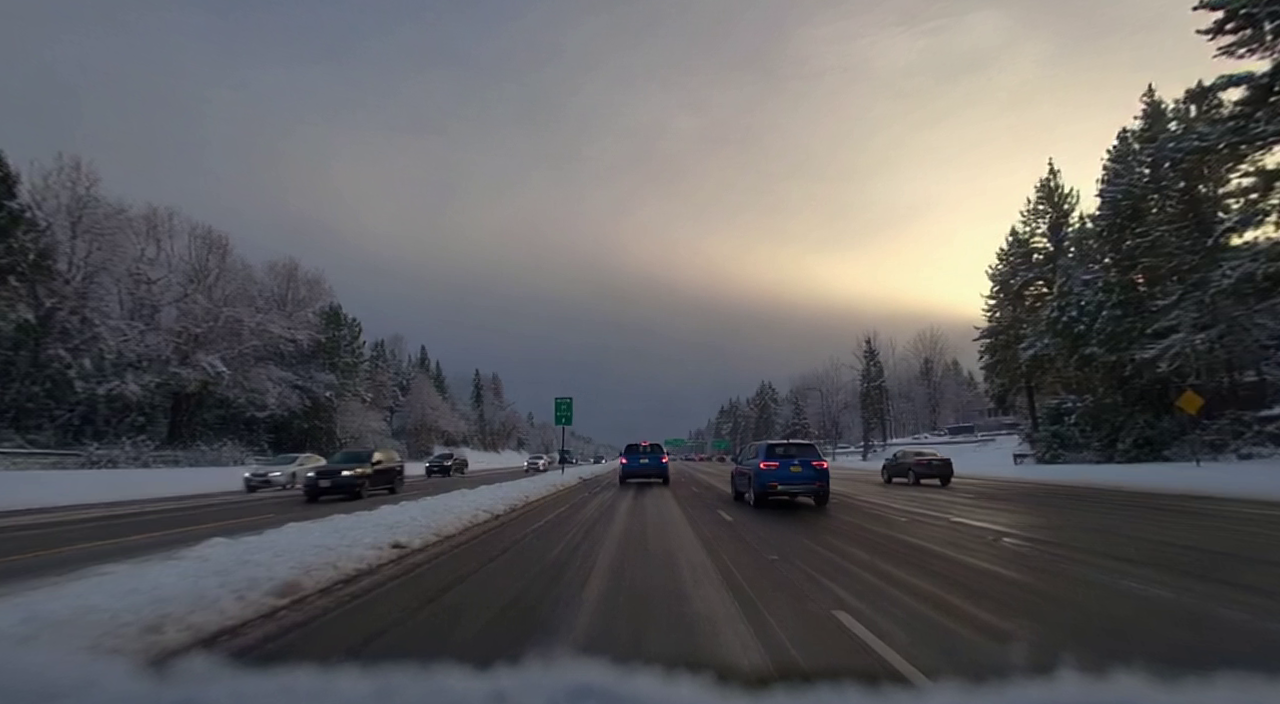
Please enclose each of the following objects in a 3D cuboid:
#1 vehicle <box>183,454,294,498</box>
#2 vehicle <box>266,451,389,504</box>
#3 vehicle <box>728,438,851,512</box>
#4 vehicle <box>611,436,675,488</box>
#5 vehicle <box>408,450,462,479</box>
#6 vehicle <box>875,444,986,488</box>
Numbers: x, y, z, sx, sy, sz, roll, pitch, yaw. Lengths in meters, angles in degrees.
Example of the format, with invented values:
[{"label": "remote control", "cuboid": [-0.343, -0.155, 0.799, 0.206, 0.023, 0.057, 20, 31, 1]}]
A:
[{"label": "vehicle", "cuboid": [-17.976, 5.543, 28.558, 2.088, 1.683, 4.436, -2, -8, 0]}, {"label": "vehicle", "cuboid": [-10.904, 4.363, 22.459, 1.978, 1.631, 4.530, 0, -8, 1]}, {"label": "vehicle", "cuboid": [3.550, 2.983, 15.802, 2.042, 1.592, 4.047, 0, -8, -1]}, {"label": "vehicle", "cuboid": [0.144, 4.327, 25.108, 2.290, 1.862, 4.454, 0, -8, 1]}, {"label": "vehicle", "cuboid": [-14.333, 7.862, 44.381, 2.018, 1.887, 5.108, 0, -8, 1]}, {"label": "vehicle", "cuboid": [11.067, 4.345, 24.496, 1.985, 1.503, 4.842, 0, -8, 0]}]
